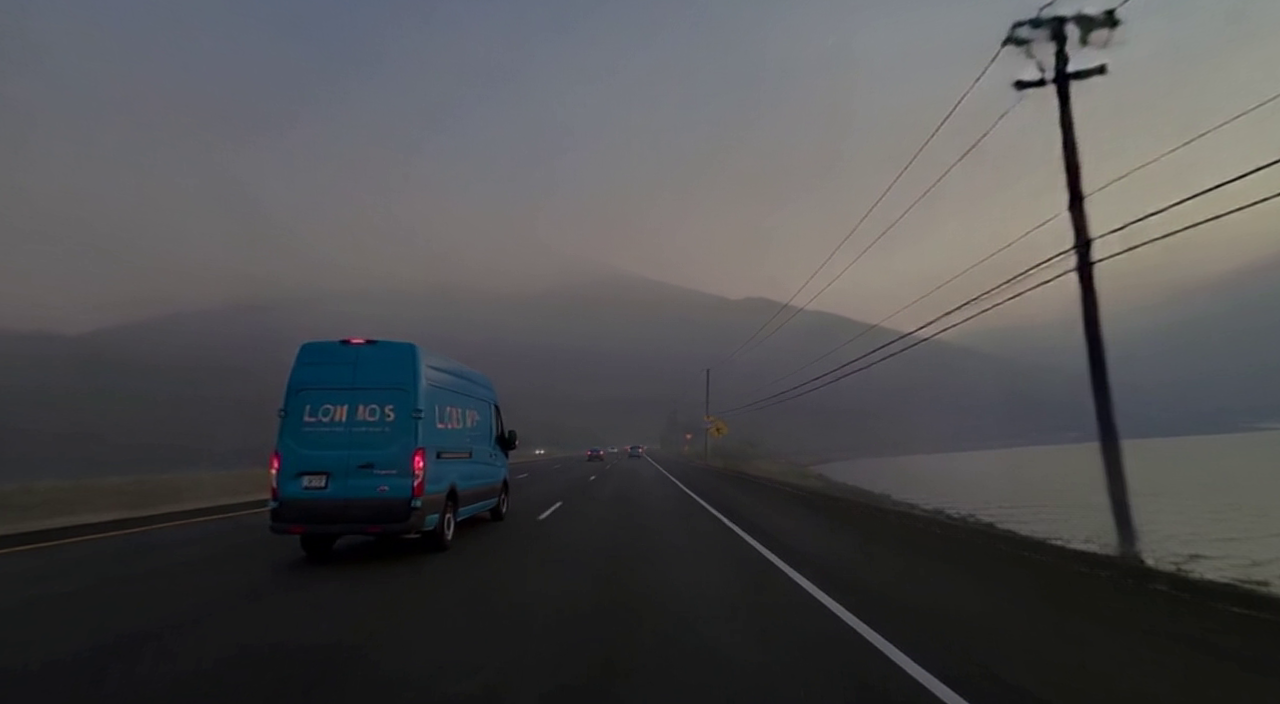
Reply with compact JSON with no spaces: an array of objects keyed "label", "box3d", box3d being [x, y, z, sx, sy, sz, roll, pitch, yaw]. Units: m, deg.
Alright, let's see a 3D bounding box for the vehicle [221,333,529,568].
[{"label":"vehicle","box3d":[-3.668,1.613,10.748,2.331,2.757,6.581,0,-8,0]}]
